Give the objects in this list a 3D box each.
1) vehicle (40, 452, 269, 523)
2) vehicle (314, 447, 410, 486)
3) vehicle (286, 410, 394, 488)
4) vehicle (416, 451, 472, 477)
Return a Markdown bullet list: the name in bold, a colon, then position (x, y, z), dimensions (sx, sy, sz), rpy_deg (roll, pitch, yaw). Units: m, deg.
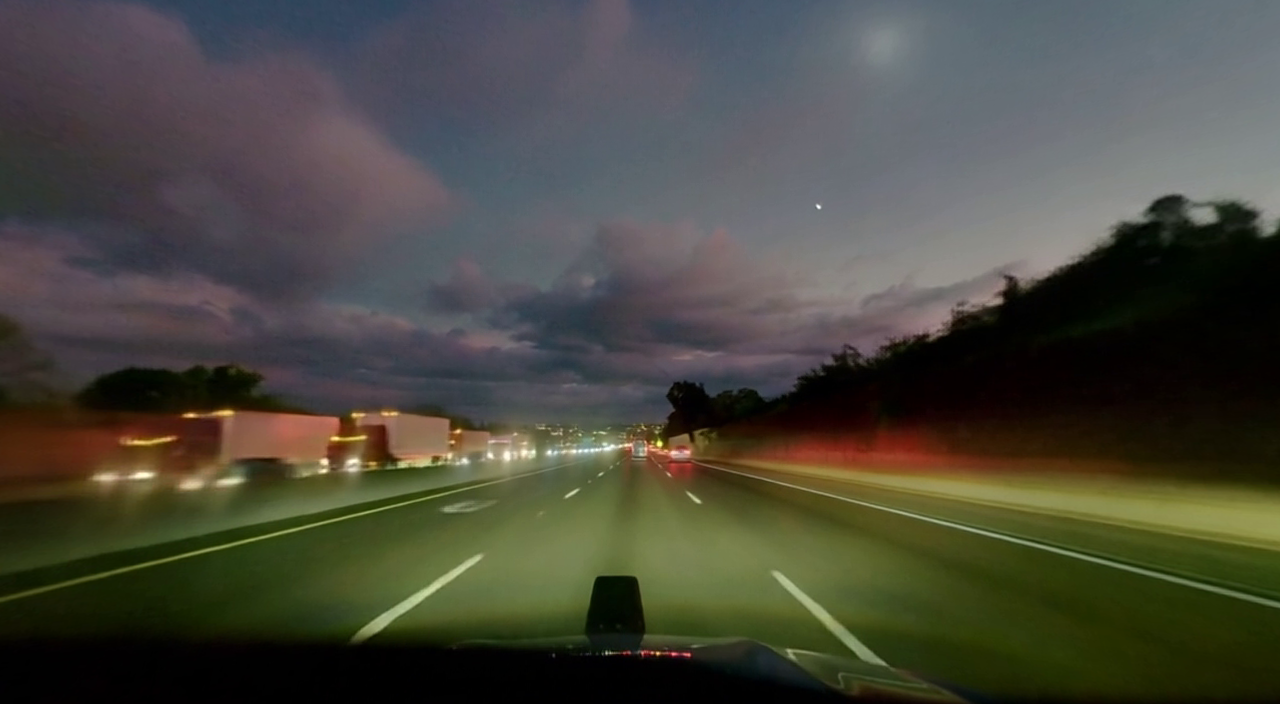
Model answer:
- **vehicle**: position (-11.687, 3.251, 15.716), dimensions (2.050, 1.464, 4.553), rpy_deg (0, -9, 1)
- **vehicle**: position (-11.932, 4.922, 27.410), dimensions (2.113, 1.531, 4.402), rpy_deg (0, -9, 0)
- **vehicle**: position (-16.315, 5.343, 34.831), dimensions (2.963, 3.892, 5.814), rpy_deg (0, -9, 0)
- **vehicle**: position (-11.773, 6.742, 38.125), dimensions (1.955, 1.460, 4.296), rpy_deg (0, -9, 0)
